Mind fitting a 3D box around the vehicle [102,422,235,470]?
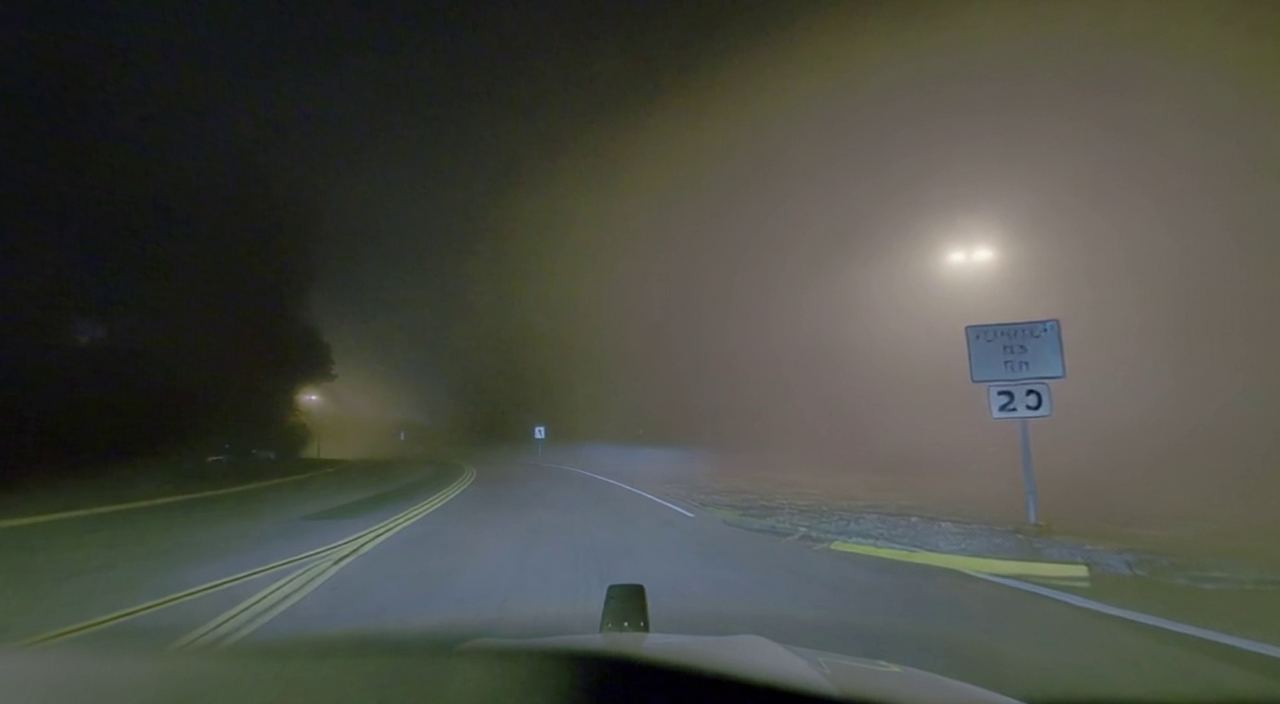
[{"bbox_3d":[-21.001,4.195,28.128,4.699,1.996,2.116,-2,-9,15],"label":"vehicle"}]
